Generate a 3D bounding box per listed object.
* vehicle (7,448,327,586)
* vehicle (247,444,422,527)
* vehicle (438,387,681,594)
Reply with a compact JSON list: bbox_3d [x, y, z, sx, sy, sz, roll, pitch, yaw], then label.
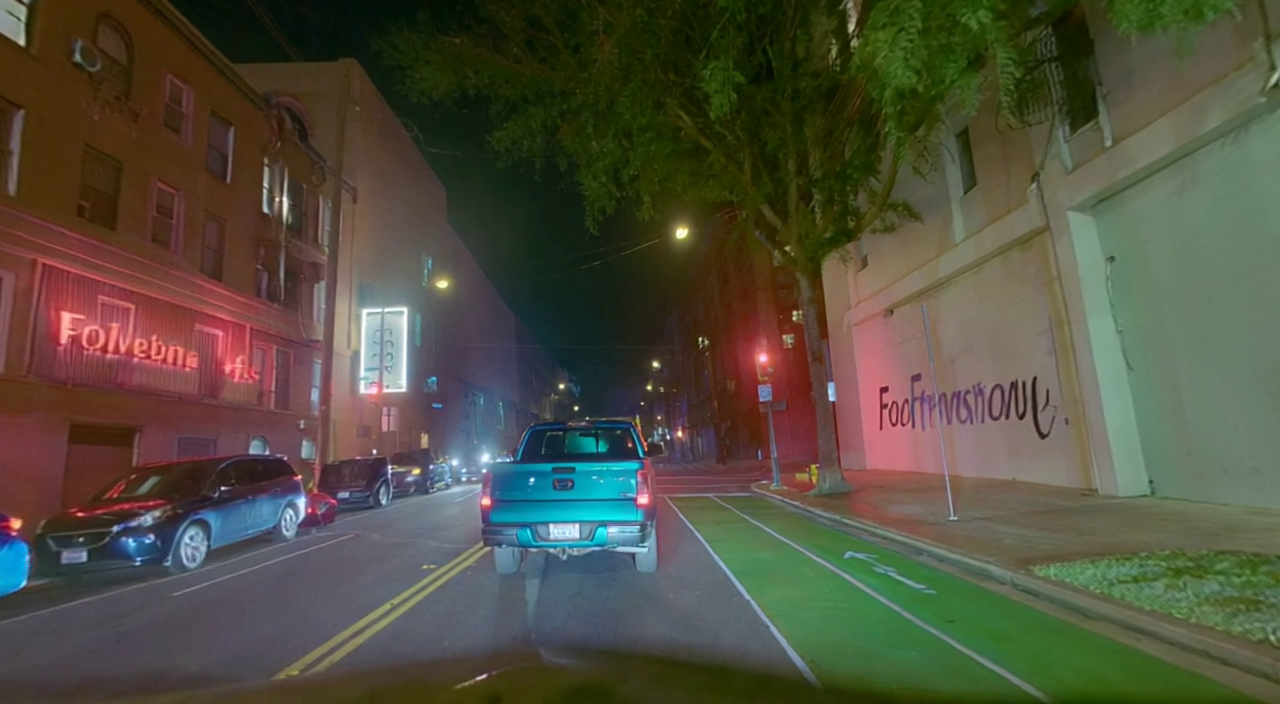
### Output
[{"bbox_3d":[-7.169,2.453,10.374,1.882,1.686,4.489,0,-8,-2],"label":"vehicle"},{"bbox_3d":[-7.394,3.230,16.058,1.884,1.730,5.076,0,-8,0],"label":"vehicle"},{"bbox_3d":[-0.713,1.606,8.157,2.215,1.882,4.611,0,-8,1],"label":"vehicle"}]
